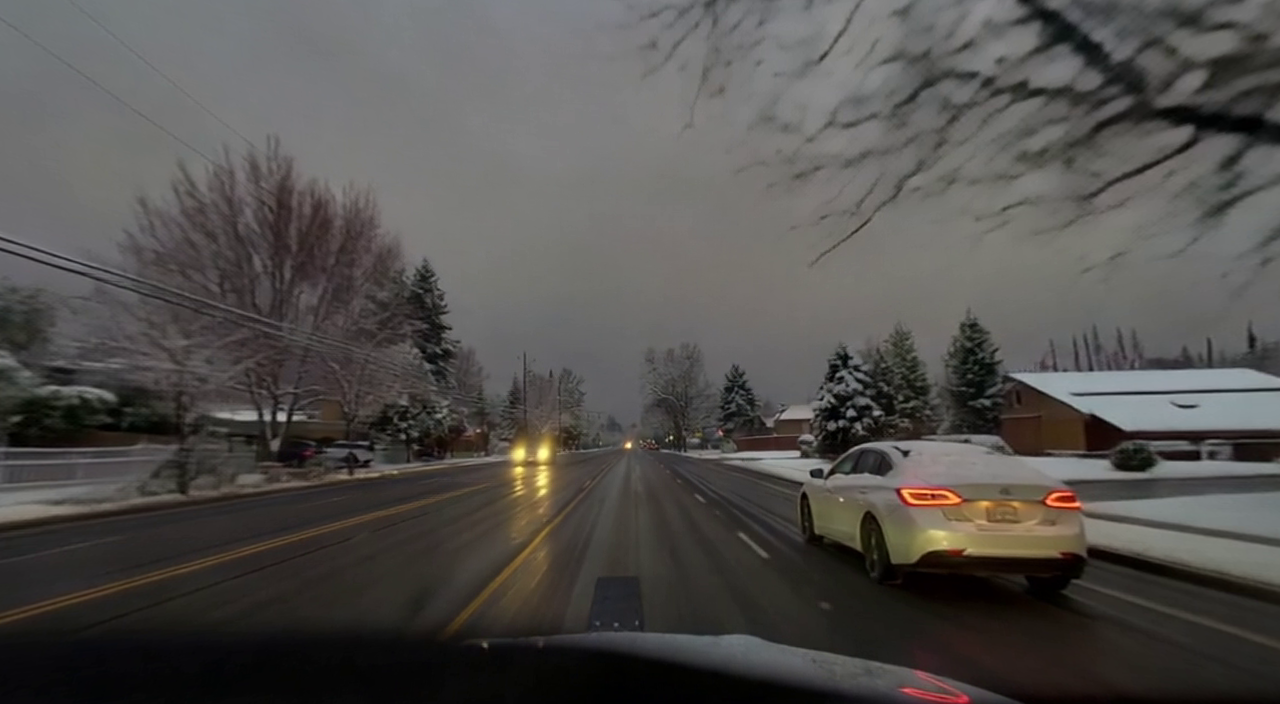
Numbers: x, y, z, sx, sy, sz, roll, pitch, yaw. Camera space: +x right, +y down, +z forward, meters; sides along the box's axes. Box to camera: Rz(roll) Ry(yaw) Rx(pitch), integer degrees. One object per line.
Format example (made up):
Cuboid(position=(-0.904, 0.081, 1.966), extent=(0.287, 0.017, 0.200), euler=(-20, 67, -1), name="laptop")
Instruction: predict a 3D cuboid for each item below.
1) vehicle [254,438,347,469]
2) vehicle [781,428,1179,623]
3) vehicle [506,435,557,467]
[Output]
Cuboid(position=(-20.647, 6.168, 38.541), extent=(4.445, 1.822, 2.095), euler=(-1, -9, 4), name="vehicle")
Cuboid(position=(3.129, 1.669, 7.096), extent=(2.057, 1.493, 4.225), euler=(0, -9, -1), name="vehicle")
Cuboid(position=(-7.215, 6.690, 42.781), extent=(2.334, 1.985, 6.274), euler=(0, -9, 0), name="vehicle")
